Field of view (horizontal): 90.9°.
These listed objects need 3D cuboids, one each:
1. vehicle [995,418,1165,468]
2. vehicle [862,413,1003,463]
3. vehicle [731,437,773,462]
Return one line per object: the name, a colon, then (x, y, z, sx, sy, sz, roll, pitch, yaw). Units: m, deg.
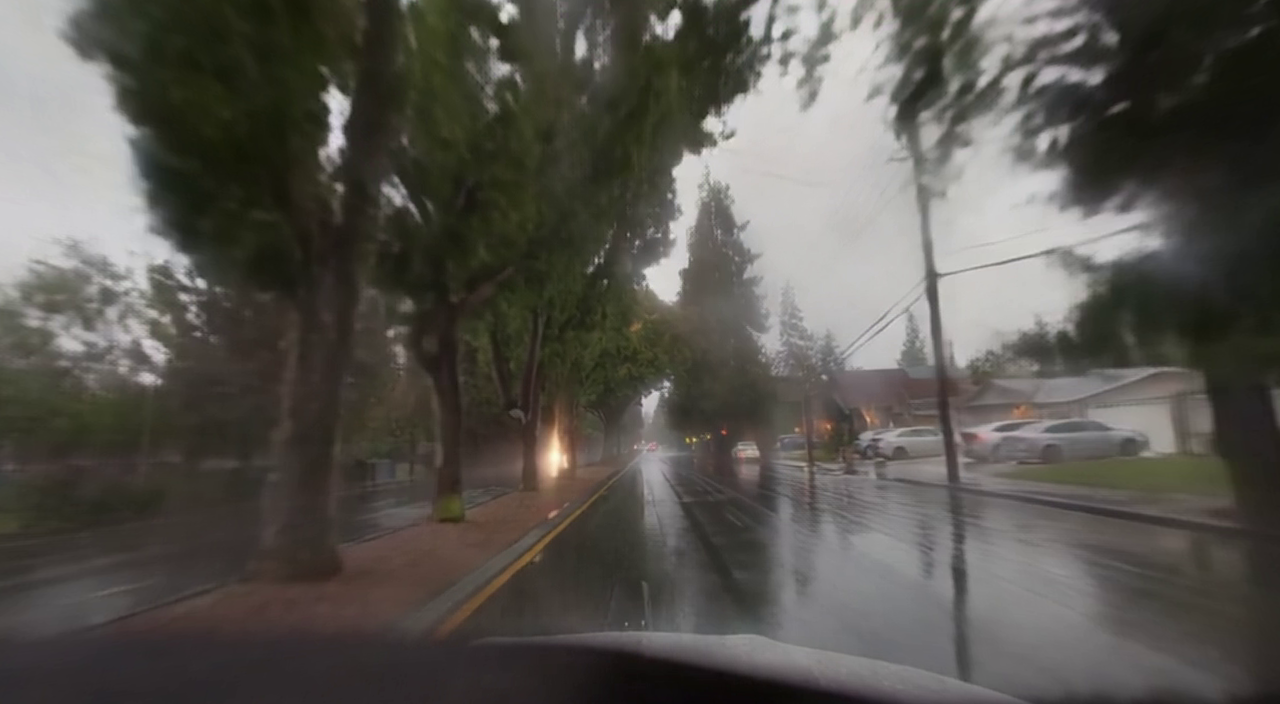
vehicle: (15.027, 3.141, 21.709, 4.455, 1.588, 1.858, 0, -9, -2)
vehicle: (14.726, 4.375, 32.095, 5.886, 2.000, 2.372, -5, -9, 5)
vehicle: (8.391, 7.383, 47.692, 2.200, 1.783, 4.682, -1, -9, -1)
